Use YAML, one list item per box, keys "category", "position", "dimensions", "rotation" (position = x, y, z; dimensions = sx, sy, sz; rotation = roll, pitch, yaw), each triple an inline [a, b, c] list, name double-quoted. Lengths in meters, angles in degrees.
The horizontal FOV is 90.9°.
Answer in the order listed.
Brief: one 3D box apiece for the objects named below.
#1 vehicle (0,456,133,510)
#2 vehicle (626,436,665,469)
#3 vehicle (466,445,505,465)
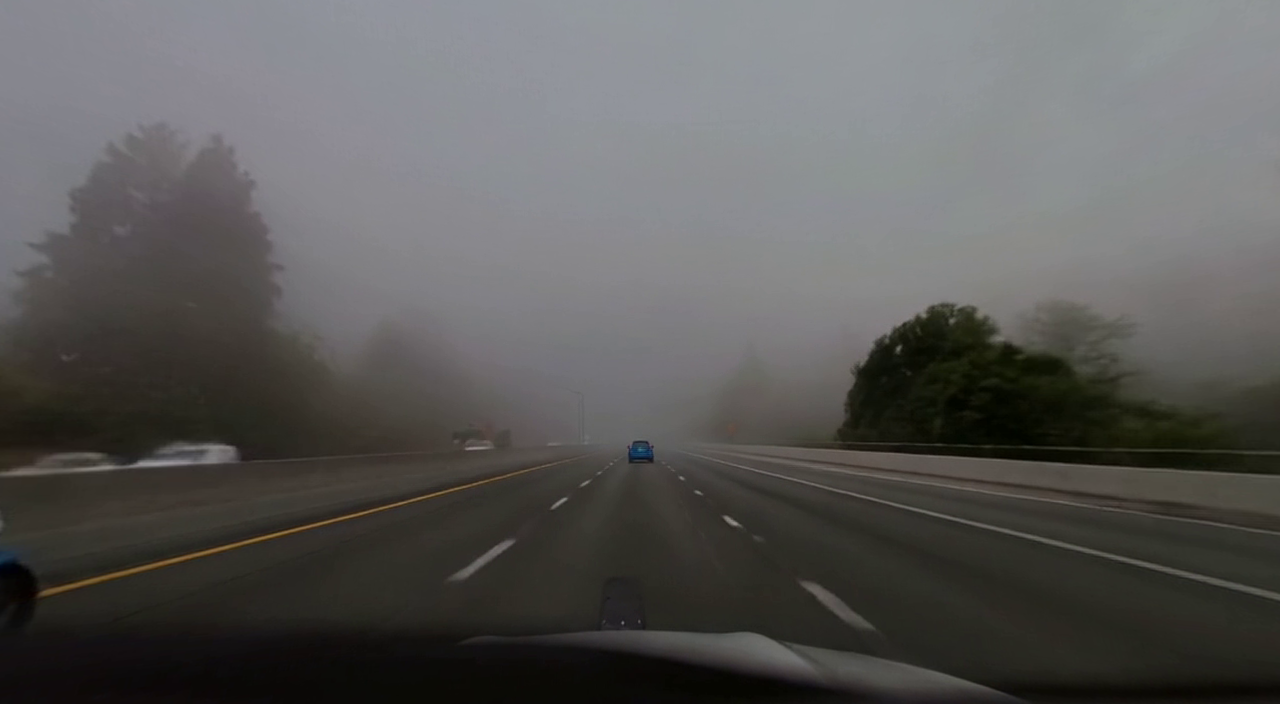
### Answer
- category: "vehicle"
  position: [-19.022, 4.099, 20.168]
  dimensions: [1.931, 1.454, 4.316]
  rotation: [0, -9, 0]
- category: "vehicle"
  position: [0.321, 6.142, 38.571]
  dimensions: [2.247, 1.825, 4.036]
  rotation: [0, -9, 0]
- category: "vehicle"
  position: [-11.795, 7.904, 48.467]
  dimensions: [1.866, 1.470, 4.358]
  rotation: [0, -9, 1]
